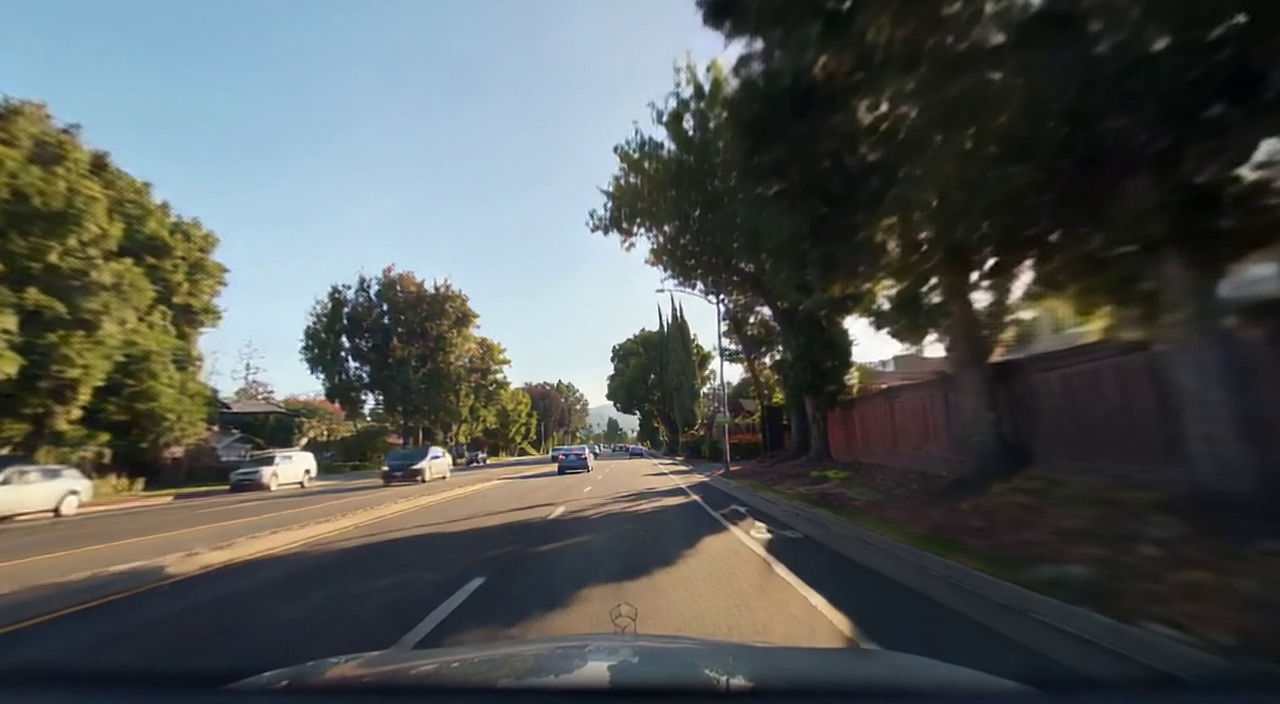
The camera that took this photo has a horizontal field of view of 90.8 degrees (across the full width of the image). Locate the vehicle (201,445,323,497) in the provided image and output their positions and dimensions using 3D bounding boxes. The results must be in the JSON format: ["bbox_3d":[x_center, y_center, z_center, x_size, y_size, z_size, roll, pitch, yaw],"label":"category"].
[{"bbox_3d":[-17.467,5.465,29.651,2.255,1.987,5.723,-4,-8,1],"label":"vehicle"}]

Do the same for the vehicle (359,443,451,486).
[{"bbox_3d":[-10.135,4.874,27.728,2.168,1.703,4.753,0,-9,0],"label":"vehicle"}]

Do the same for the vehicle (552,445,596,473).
[{"bbox_3d":[-3.530,5.810,34.532,1.992,1.447,4.044,0,-9,0],"label":"vehicle"}]
